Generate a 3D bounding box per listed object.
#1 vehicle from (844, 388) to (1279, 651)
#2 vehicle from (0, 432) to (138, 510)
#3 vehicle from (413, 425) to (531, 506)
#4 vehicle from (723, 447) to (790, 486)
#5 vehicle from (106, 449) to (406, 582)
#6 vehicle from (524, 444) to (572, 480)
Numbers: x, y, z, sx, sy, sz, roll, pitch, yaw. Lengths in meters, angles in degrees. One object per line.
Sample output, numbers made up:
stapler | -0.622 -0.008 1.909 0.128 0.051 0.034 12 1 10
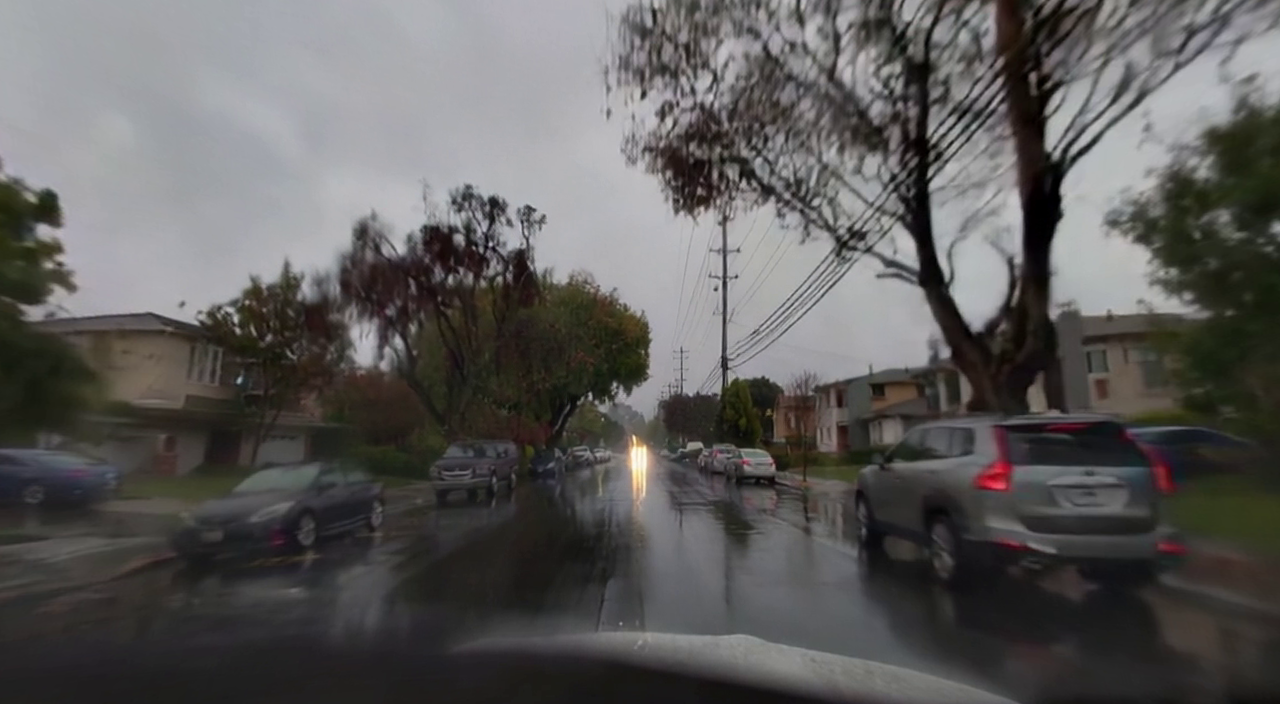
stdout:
vehicle | 3.849 1.455 6.514 2.049 1.776 4.285 0 -9 0
vehicle | -16.320 2.857 15.606 5.908 1.762 2.107 1 -9 -1
vehicle | -5.150 3.551 20.328 2.242 2.135 5.566 -2 -8 0
vehicle | 4.583 4.560 25.541 1.893 1.437 4.369 0 -9 0
vehicle | -5.331 2.260 9.651 1.824 1.417 4.395 -2 -8 0
vehicle | -5.004 5.983 34.758 1.873 1.709 4.206 -4 -8 0
